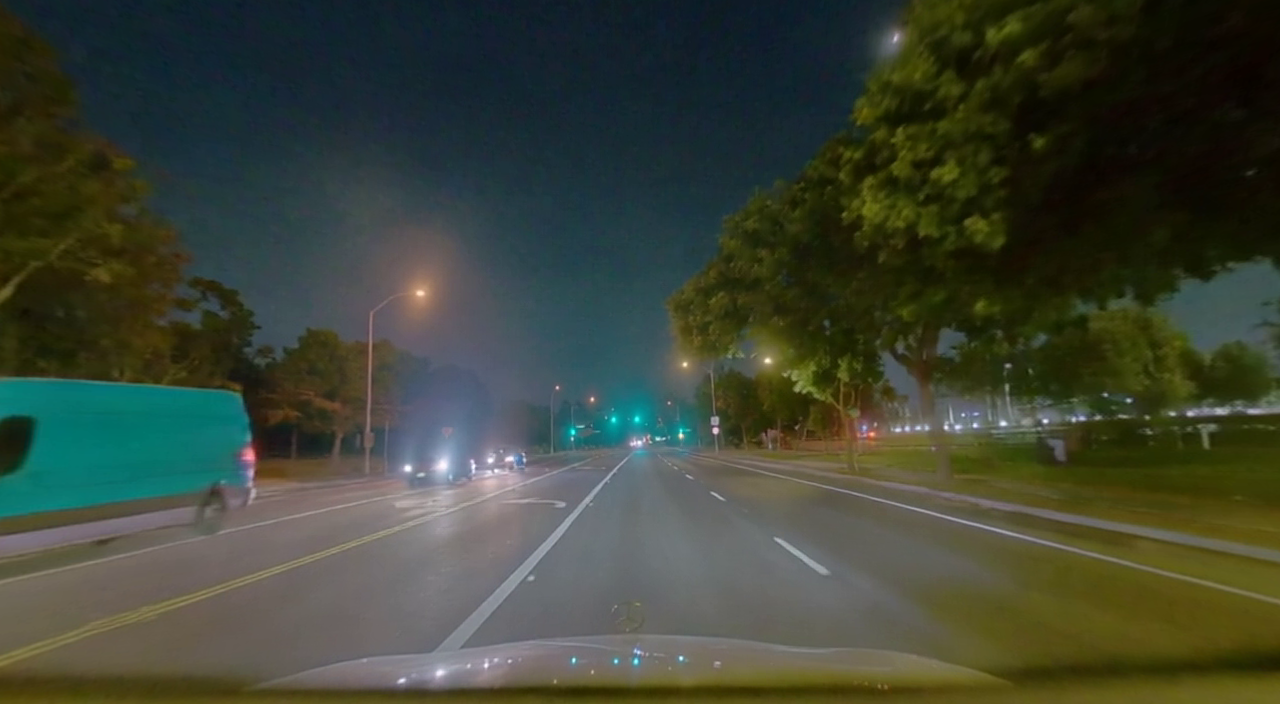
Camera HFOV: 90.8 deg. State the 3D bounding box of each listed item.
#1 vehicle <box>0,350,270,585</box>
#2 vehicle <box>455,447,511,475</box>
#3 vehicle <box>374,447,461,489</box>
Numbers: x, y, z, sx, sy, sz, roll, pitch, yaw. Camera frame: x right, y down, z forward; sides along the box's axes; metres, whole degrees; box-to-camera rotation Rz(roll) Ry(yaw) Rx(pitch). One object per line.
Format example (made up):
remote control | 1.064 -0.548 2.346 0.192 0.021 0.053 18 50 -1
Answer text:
vehicle | -8.838 1.648 9.379 2.617 2.736 6.621 -1 -8 0
vehicle | -8.874 6.150 36.014 1.940 1.452 4.441 -1 -8 2
vehicle | -8.881 4.633 25.636 1.959 1.469 4.369 0 -8 0
